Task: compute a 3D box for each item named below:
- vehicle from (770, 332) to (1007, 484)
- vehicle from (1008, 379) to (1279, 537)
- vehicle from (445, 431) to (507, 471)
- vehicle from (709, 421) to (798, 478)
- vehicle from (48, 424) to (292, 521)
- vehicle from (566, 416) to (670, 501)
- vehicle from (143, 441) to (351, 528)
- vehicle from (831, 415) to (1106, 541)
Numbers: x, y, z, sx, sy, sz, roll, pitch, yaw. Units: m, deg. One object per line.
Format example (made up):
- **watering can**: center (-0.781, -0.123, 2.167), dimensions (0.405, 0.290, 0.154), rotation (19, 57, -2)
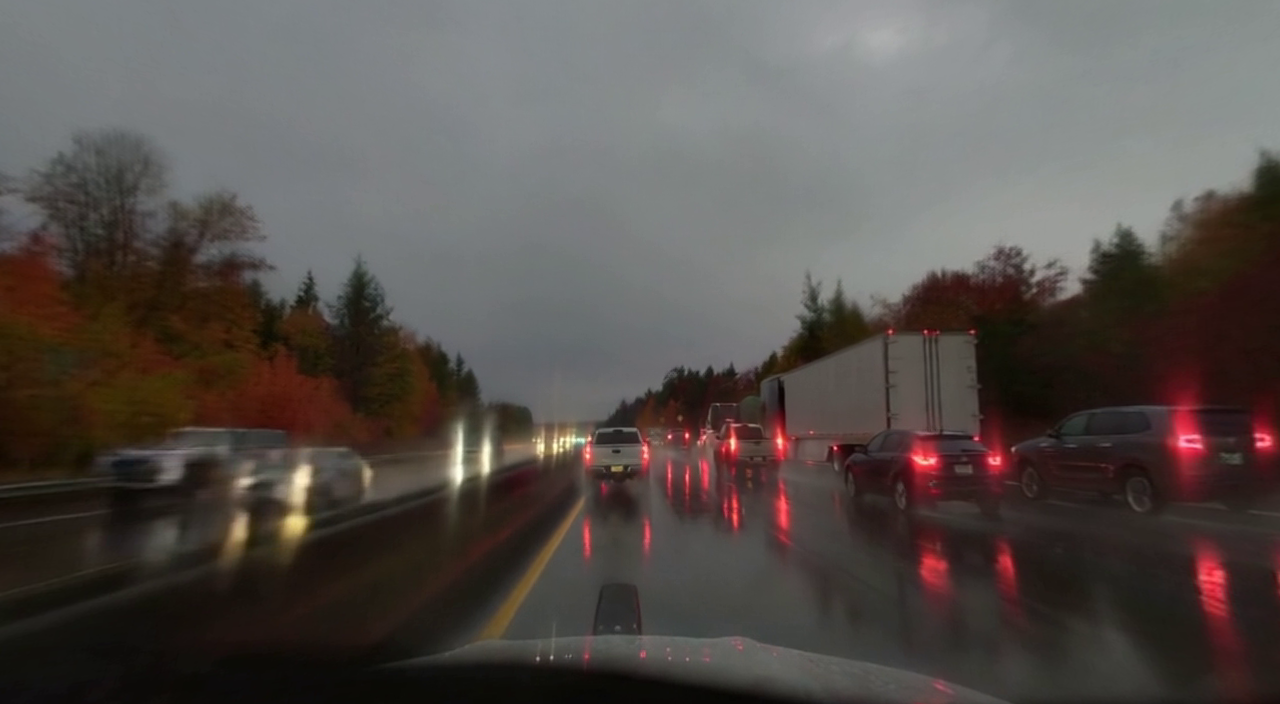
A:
- **vehicle**: center (8.160, 2.435, 24.062), dimensions (2.908, 4.099, 14.103), rotation (0, -8, -2)
- **vehicle**: center (8.545, 1.630, 10.262), dimensions (2.116, 1.965, 4.691), rotation (0, -8, -1)
- **vehicle**: center (-8.449, 5.122, 32.860), dimensions (2.152, 1.903, 4.339), rotation (0, -8, -1)
- **vehicle**: center (3.647, 3.231, 21.056), dimensions (2.147, 1.707, 3.963), rotation (0, -8, -2)
- **vehicle**: center (-11.597, 2.958, 16.211), dimensions (2.338, 2.059, 5.149), rotation (0, -8, -1)
- **vehicle**: center (-0.480, 2.461, 14.996), dimensions (2.087, 1.709, 4.455), rotation (0, -8, -1)
- **vehicle**: center (-8.023, 2.687, 13.386), dimensions (1.872, 1.521, 3.962), rotation (0, -8, 0)
- **vehicle**: center (4.645, 1.820, 9.775), dimensions (2.040, 1.523, 4.068), rotation (0, -8, -1)
